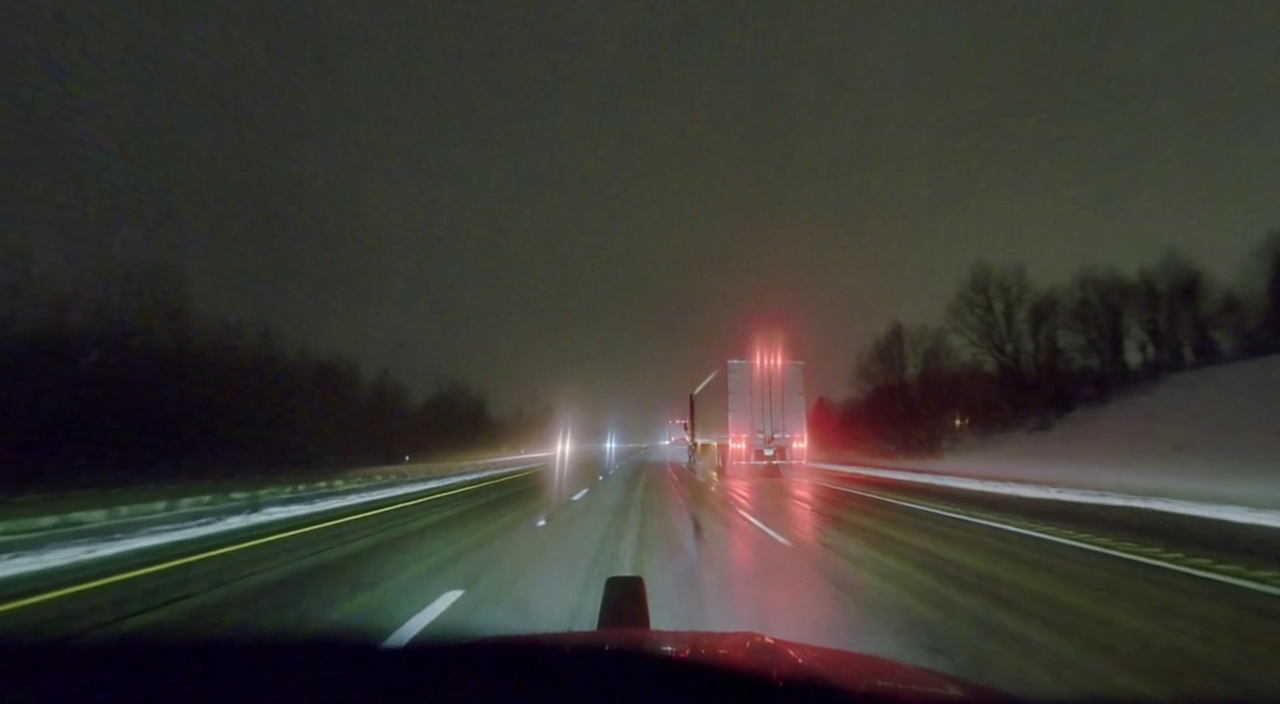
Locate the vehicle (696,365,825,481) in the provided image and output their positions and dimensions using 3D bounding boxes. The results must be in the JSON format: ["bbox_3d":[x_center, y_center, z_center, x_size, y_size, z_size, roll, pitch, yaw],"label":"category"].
[{"bbox_3d":[4.793,3.507,28.862,3.485,3.975,14.489,0,-8,2],"label":"vehicle"}]
